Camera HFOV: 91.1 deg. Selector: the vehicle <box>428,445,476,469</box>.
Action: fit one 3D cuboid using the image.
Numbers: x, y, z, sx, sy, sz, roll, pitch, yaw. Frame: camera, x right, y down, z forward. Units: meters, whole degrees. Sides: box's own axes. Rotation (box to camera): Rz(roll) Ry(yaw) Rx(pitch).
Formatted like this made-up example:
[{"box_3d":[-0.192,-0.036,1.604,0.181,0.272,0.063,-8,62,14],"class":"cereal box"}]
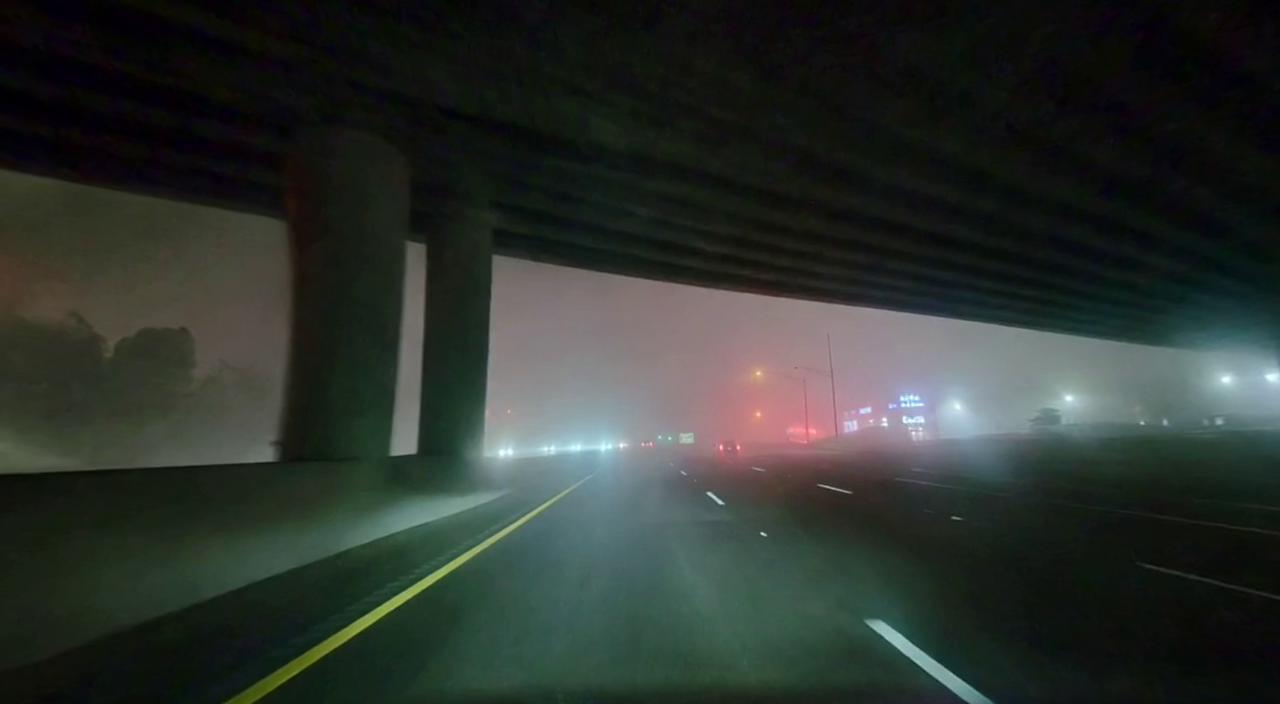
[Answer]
[{"box_3d":[-11.598,6.503,39.009,1.894,1.393,3.926,0,-9,-2],"class":"vehicle"}]
